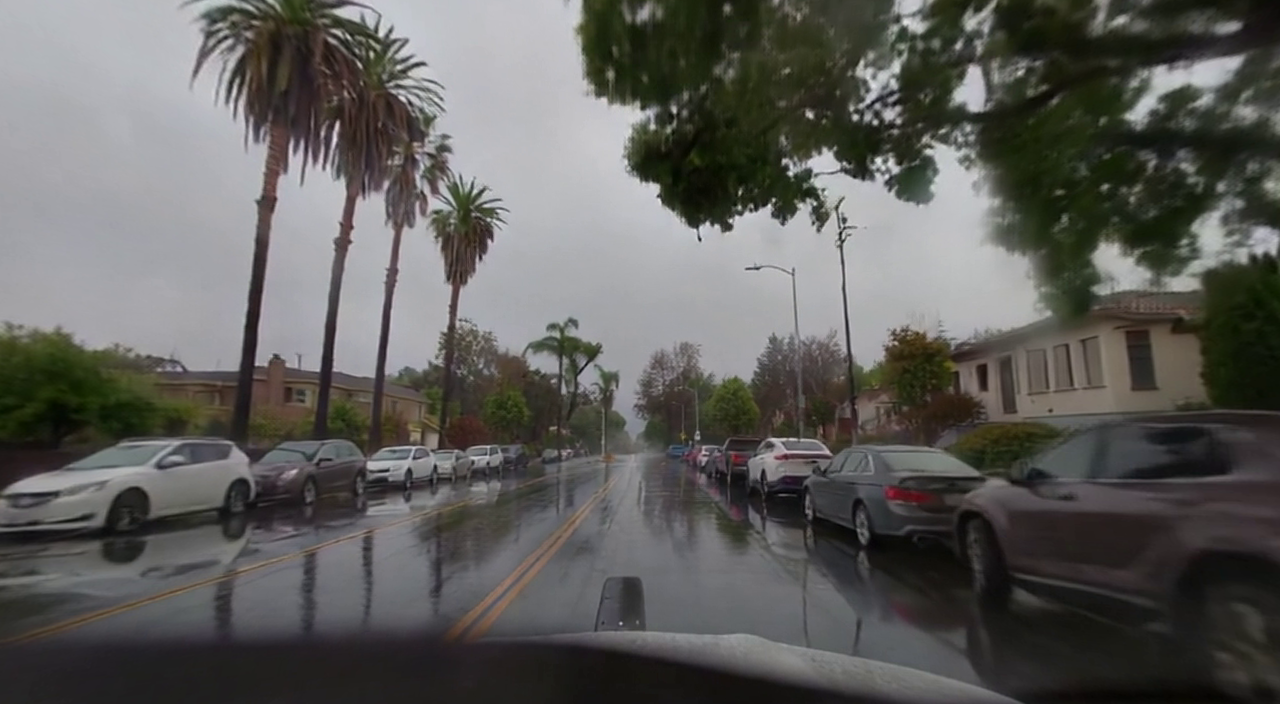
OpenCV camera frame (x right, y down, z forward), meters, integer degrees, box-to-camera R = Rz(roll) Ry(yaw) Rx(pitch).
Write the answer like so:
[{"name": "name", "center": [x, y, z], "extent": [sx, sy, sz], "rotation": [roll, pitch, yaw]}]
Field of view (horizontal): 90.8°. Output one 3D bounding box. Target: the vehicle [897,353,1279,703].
[{"name": "vehicle", "center": [3.542, 1.042, 3.865], "extent": [2.016, 1.671, 4.372], "rotation": [0, -8, -1]}]

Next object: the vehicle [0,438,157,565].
[{"name": "vehicle", "center": [-9.789, 2.105, 9.115], "extent": [4.027, 1.704, 1.849], "rotation": [3, -9, -23]}]
